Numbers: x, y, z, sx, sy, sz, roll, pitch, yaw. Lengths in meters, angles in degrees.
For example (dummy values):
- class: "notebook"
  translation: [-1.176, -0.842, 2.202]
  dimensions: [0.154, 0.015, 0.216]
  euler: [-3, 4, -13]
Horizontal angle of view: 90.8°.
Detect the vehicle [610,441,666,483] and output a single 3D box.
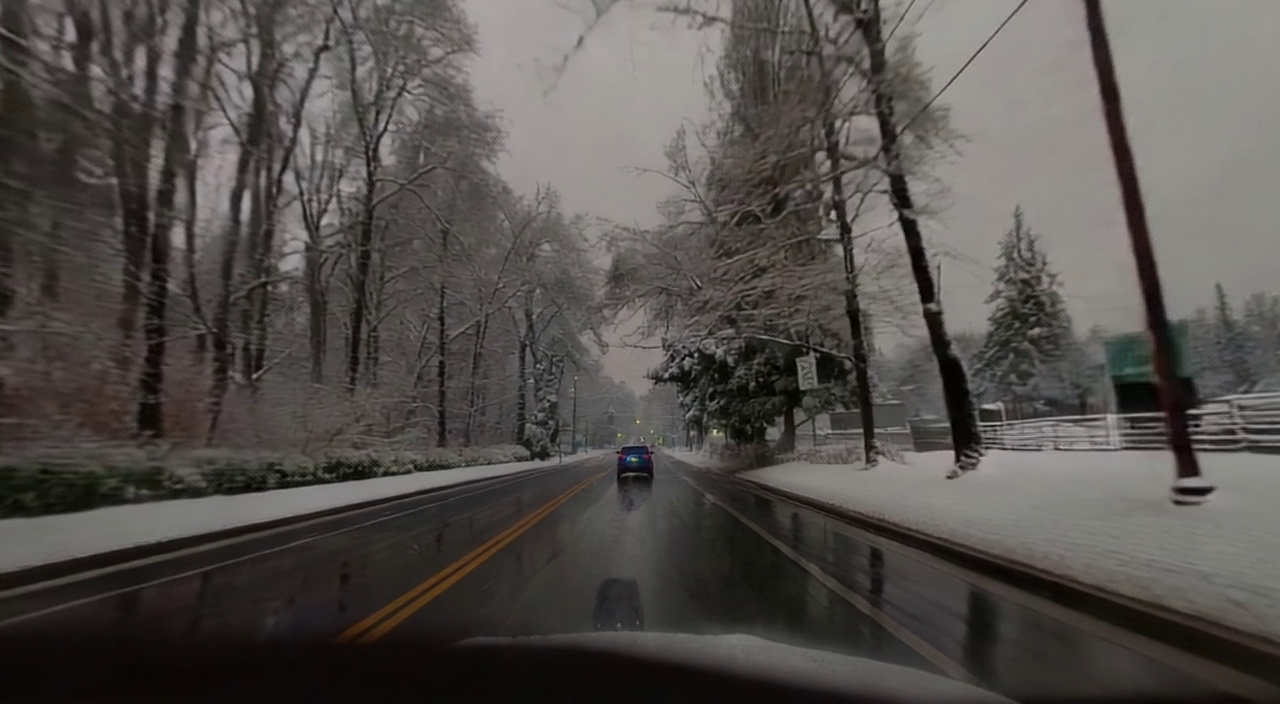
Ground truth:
- class: "vehicle"
  translation: [-0.053, 4.551, 26.546]
  dimensions: [2.152, 1.574, 4.223]
  euler: [-1, -8, 1]
